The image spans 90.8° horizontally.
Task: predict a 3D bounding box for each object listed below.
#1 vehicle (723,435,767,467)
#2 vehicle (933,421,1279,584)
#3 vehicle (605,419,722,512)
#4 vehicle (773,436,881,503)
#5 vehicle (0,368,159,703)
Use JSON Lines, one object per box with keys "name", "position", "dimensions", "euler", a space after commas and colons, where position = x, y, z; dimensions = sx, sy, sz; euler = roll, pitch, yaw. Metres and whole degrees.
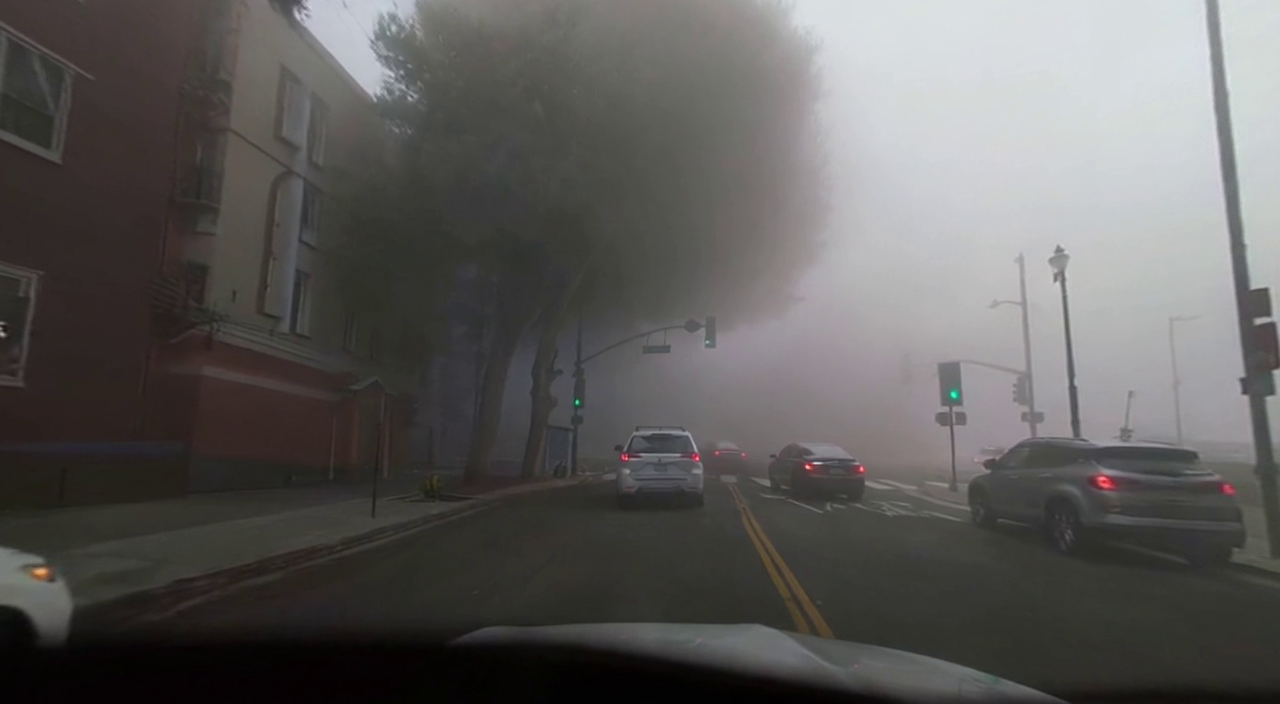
{"name": "vehicle", "position": [5.920, 5.658, 36.088], "dimensions": [2.111, 1.705, 4.093], "euler": [-1, -8, 5]}
{"name": "vehicle", "position": [6.760, 2.114, 9.974], "dimensions": [2.093, 1.815, 5.441], "euler": [-1, -8, 5]}
{"name": "vehicle", "position": [0.774, 2.649, 15.235], "dimensions": [2.333, 1.832, 5.200], "euler": [-1, -9, 7]}
{"name": "vehicle", "position": [5.002, 3.185, 17.544], "dimensions": [2.111, 1.619, 4.077], "euler": [-1, -8, 6]}
{"name": "vehicle", "position": [-4.053, 0.769, 1.464], "dimensions": [2.013, 1.772, 4.439], "euler": [-1, -8, 7]}
